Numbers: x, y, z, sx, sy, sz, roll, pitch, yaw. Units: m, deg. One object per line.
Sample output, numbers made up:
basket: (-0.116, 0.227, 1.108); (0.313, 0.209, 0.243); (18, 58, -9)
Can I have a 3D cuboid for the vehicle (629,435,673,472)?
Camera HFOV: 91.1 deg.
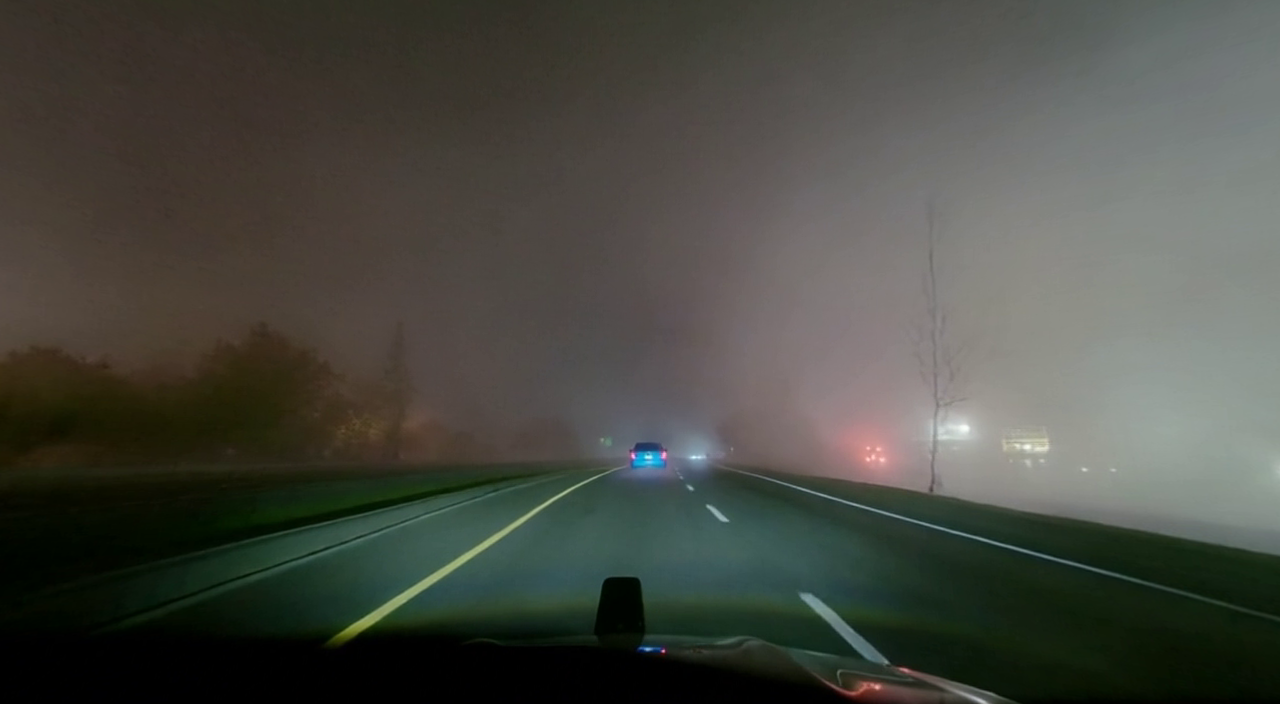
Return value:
vehicle: (0.711, 6.246, 38.807); (2.546, 2.126, 5.153); (0, -9, 2)
